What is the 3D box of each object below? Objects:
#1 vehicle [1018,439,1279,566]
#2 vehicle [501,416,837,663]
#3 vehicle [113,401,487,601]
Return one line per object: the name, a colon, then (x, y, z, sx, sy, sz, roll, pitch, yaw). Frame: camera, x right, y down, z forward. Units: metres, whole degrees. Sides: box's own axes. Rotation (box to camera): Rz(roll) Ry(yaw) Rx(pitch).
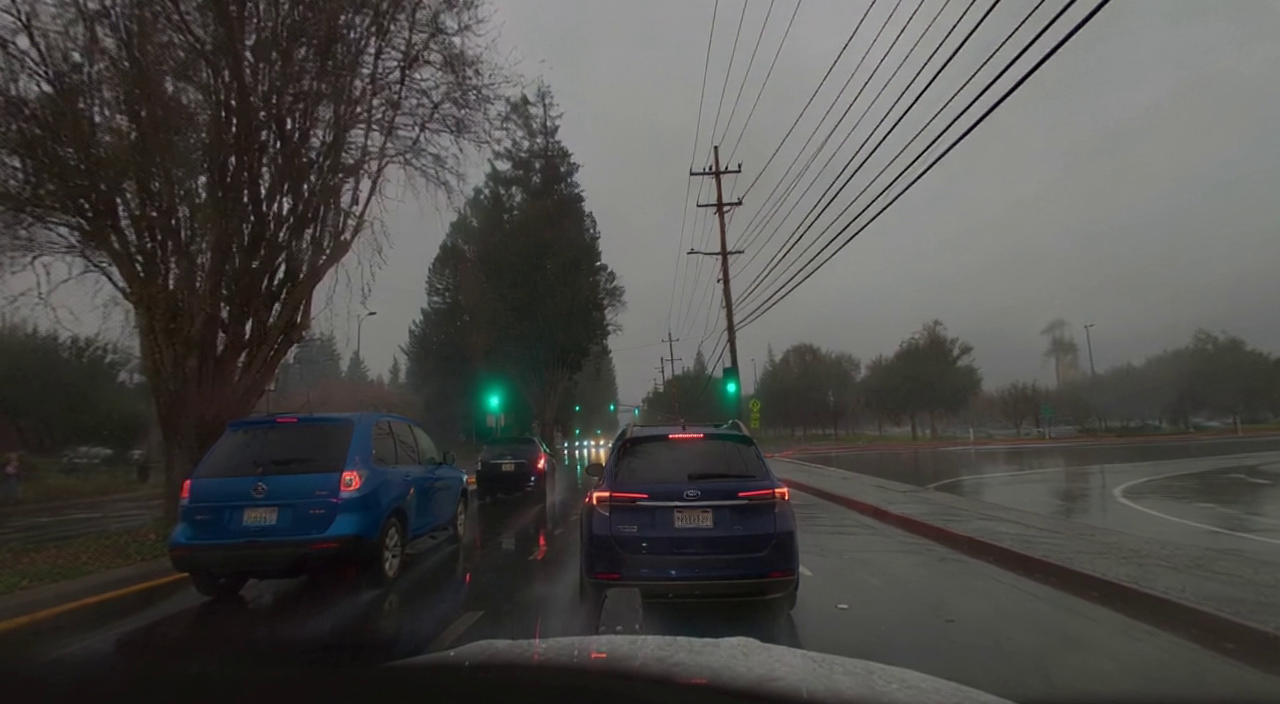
vehicle: (8.378, 2.157, 9.931, 1.993, 1.508, 4.521, 0, -9, -1)
vehicle: (0.111, 1.448, 5.949, 2.056, 1.487, 4.003, 0, -9, -2)
vehicle: (-3.477, 1.615, 7.703, 2.105, 1.706, 4.337, 0, -9, 0)
